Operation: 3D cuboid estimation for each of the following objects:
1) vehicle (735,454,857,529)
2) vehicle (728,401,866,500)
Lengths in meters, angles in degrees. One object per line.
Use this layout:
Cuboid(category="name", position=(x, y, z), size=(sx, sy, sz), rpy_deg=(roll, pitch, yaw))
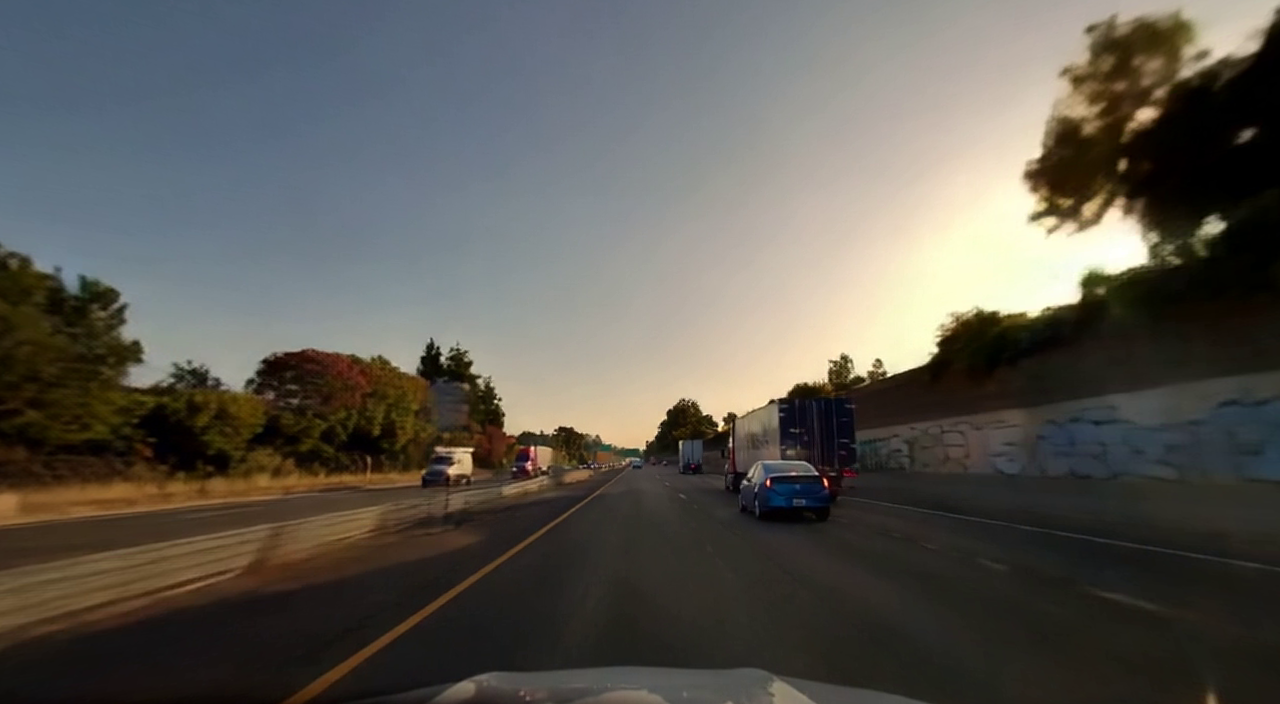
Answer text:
Cuboid(category="vehicle", position=(3.628, 3.337, 15.369), size=(2.011, 1.574, 3.512), rpy_deg=(1, -11, -1))
Cuboid(category="vehicle", position=(7.643, 5.587, 34.470), size=(3.298, 4.017, 16.824), rpy_deg=(1, -10, 0))
